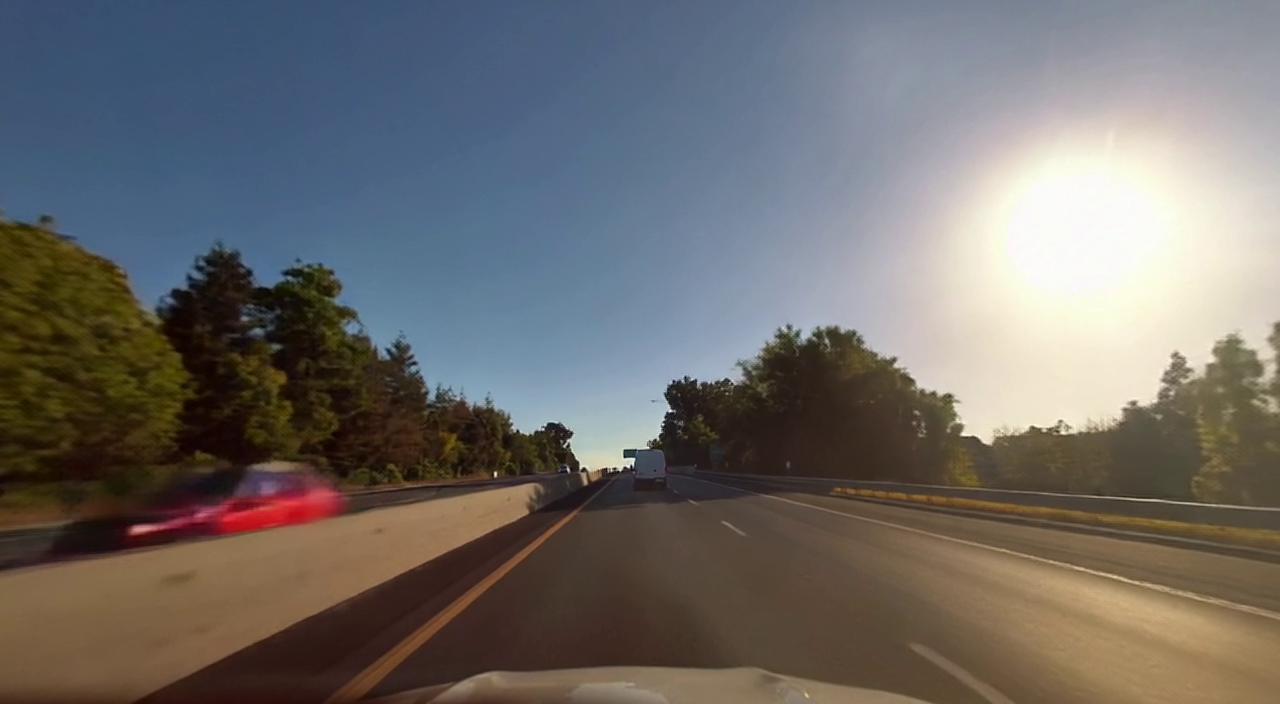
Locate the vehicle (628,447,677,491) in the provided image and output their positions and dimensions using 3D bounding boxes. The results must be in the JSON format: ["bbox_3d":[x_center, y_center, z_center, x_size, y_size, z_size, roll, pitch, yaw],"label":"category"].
[{"bbox_3d":[0.608,6.408,34.508,2.429,2.167,4.558,1,-11,-2],"label":"vehicle"}]

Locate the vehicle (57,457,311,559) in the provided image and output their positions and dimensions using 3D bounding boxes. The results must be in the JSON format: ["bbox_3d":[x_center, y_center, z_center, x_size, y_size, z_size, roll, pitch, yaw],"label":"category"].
[{"bbox_3d":[-8.172,2.812,11.868,1.856,1.540,3.882,1,-11,-1],"label":"vehicle"}]
